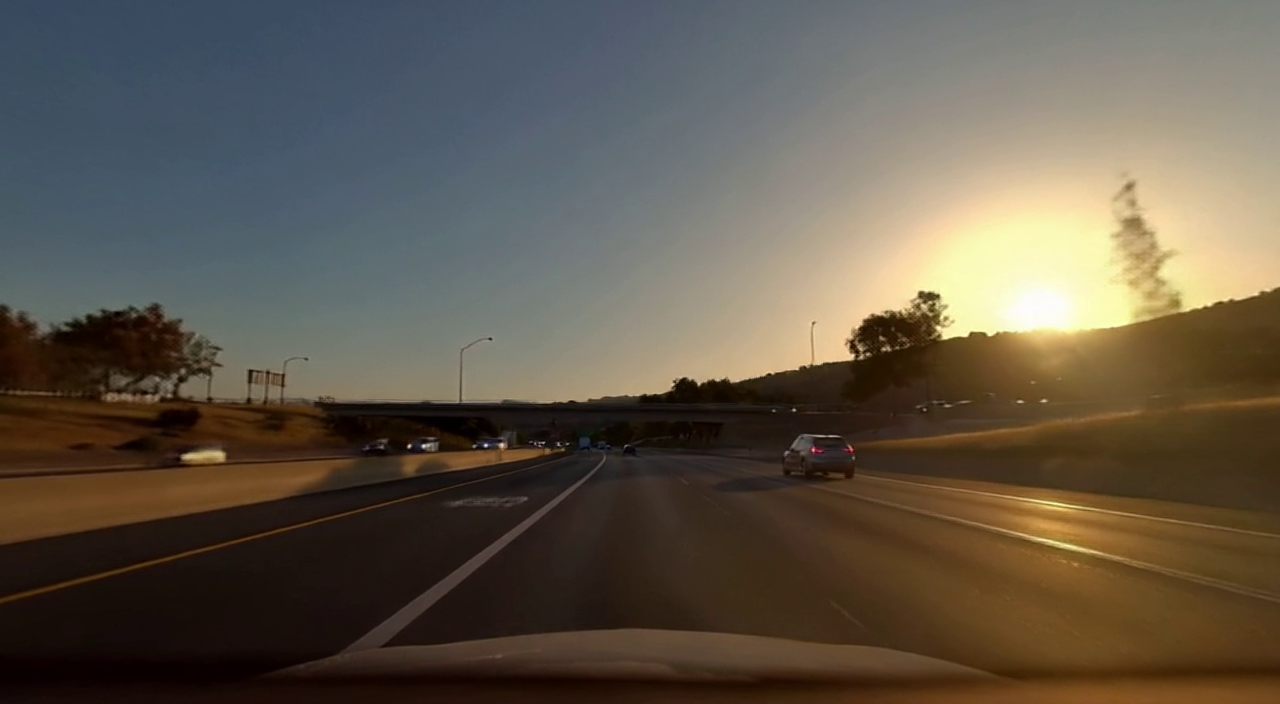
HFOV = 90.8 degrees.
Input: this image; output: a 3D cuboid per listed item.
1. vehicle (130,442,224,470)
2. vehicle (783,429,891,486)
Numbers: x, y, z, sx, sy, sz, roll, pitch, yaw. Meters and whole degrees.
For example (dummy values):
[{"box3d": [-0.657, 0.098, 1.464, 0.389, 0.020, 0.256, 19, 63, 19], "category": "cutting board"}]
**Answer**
[{"box3d": [-25.348, 5.703, 34.755, 1.864, 1.438, 4.340, 0, -8, 0], "category": "vehicle"}, {"box3d": [6.563, 3.575, 21.665, 2.104, 1.723, 4.538, 0, -8, -1], "category": "vehicle"}]
